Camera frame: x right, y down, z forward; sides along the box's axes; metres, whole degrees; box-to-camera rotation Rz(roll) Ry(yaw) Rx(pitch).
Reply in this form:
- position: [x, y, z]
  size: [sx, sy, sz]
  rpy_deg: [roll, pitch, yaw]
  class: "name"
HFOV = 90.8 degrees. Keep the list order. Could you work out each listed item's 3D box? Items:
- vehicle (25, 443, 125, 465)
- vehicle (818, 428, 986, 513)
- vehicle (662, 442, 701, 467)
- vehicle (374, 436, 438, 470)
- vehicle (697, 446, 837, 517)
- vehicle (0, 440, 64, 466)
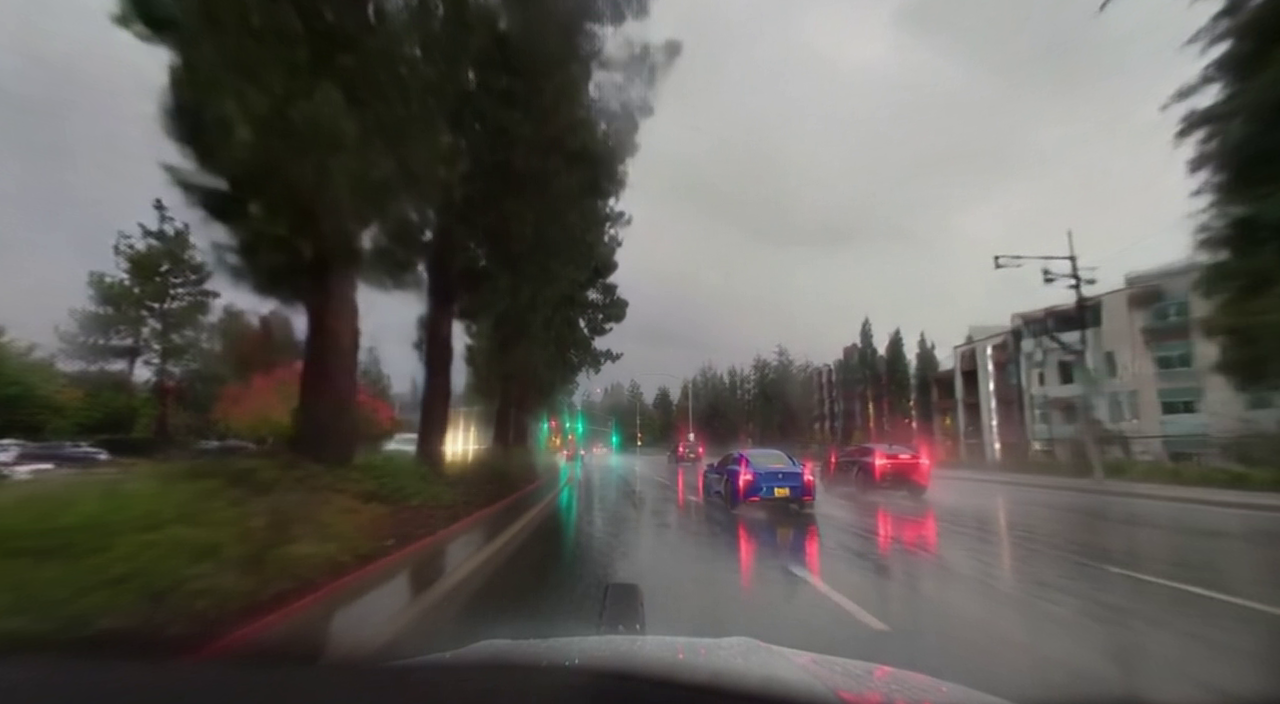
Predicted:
- position: [-37.600, 6.804, 42.175]
  size: [4.555, 1.448, 1.912]
  rpy_deg: [1, -9, -8]
  class: "vehicle"
- position: [6.053, 2.781, 15.302]
  size: [1.987, 1.730, 4.373]
  rpy_deg: [0, -9, -3]
  class: "vehicle"
- position: [2.914, 7.280, 45.026]
  size: [1.931, 1.685, 4.054]
  rpy_deg: [1, -9, -9]
  class: "vehicle"
- position: [-13.056, 5.680, 35.617]
  size: [2.202, 1.770, 4.742]
  rpy_deg: [1, -9, -6]
  class: "vehicle"
- position: [2.660, 2.829, 14.400]
  size: [1.990, 1.347, 4.388]
  rpy_deg: [1, -9, -4]
  class: "vehicle"
- position: [-36.664, 5.819, 36.551]
  size: [4.431, 1.453, 1.963]
  rpy_deg: [2, -9, -9]
  class: "vehicle"
